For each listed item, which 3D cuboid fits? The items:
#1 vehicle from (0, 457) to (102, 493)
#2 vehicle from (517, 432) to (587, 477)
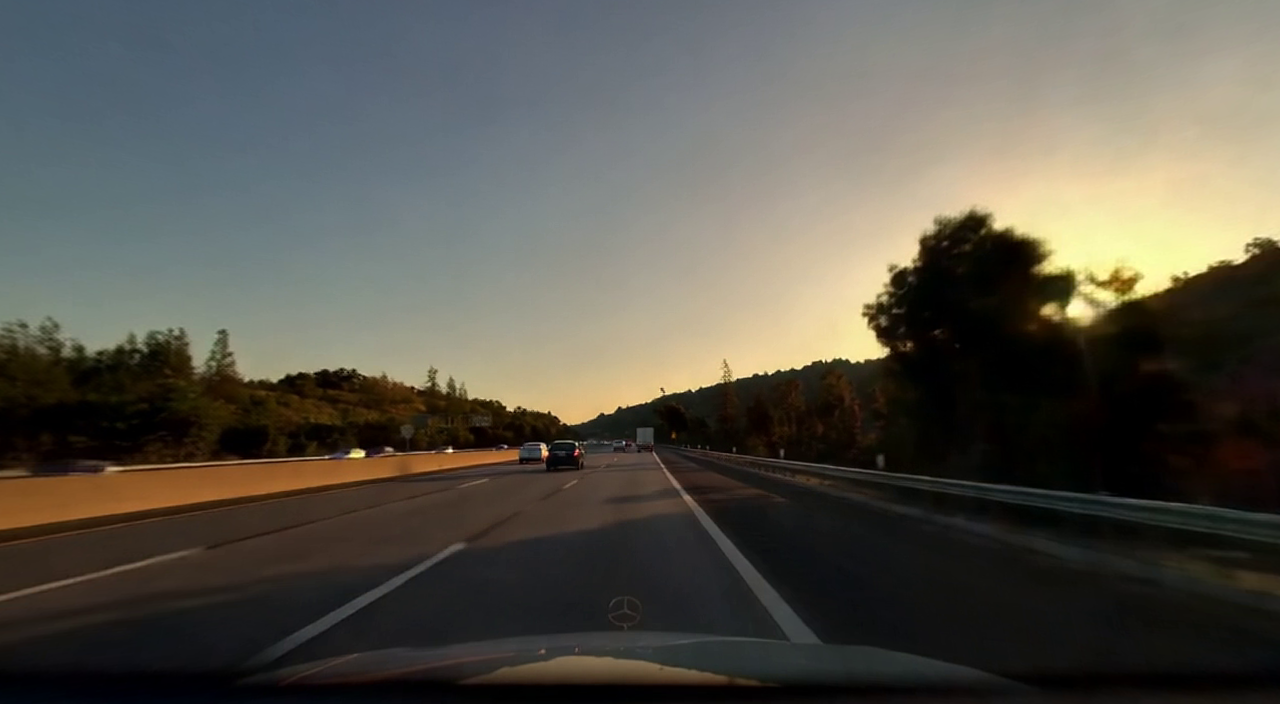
[{"bbox_3d":[-29.258,5.897,30.576,1.865,1.479,5.028,0,-8,1],"label":"vehicle"},{"bbox_3d":[-3.715,4.461,27.633,2.283,1.802,4.810,0,-8,1],"label":"vehicle"}]
